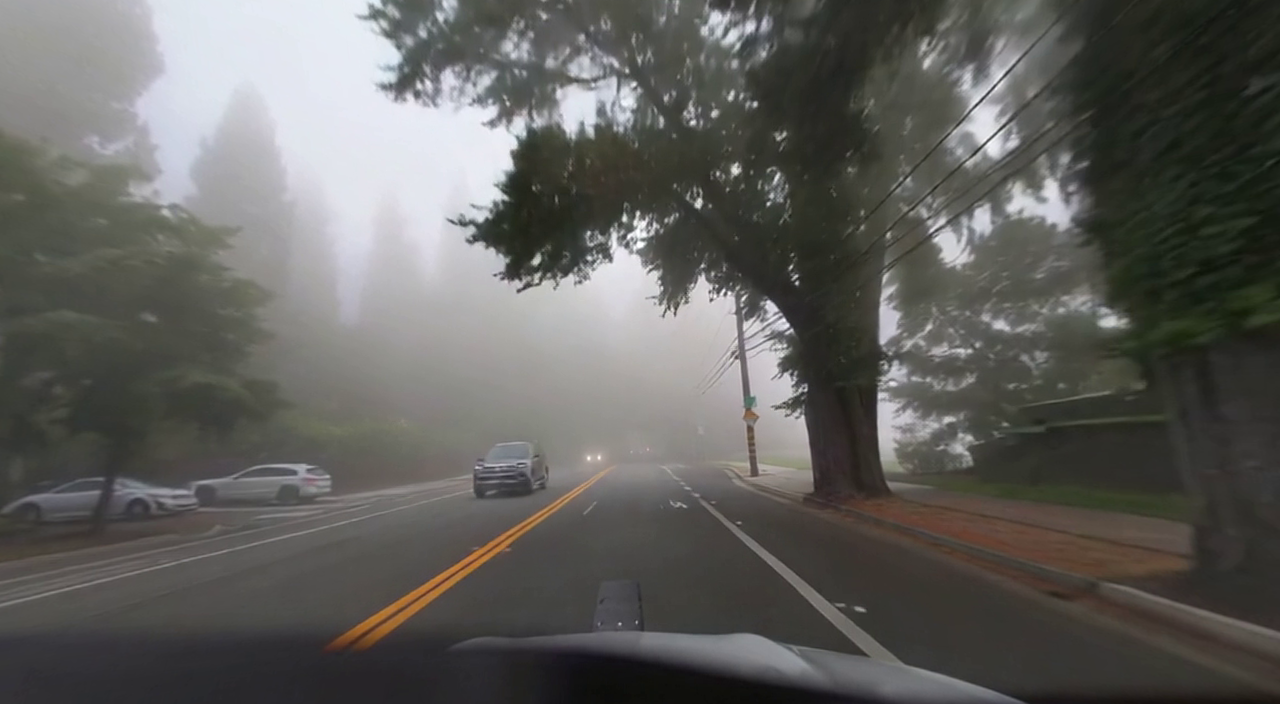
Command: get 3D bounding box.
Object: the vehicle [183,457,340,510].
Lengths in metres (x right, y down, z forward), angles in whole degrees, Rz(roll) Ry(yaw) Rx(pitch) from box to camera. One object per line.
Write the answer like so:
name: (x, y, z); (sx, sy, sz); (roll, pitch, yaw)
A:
vehicle: (-14.204, 4.929, 23.883); (4.653, 1.842, 1.992); (-1, -9, 4)

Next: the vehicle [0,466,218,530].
vehicle: (-15.572, 4.258, 18.689); (4.641, 1.636, 1.983); (0, -9, -5)

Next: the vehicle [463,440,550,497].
vehicle: (-4.399, 3.914, 21.555); (2.008, 1.730, 4.243); (-1, -9, 0)
